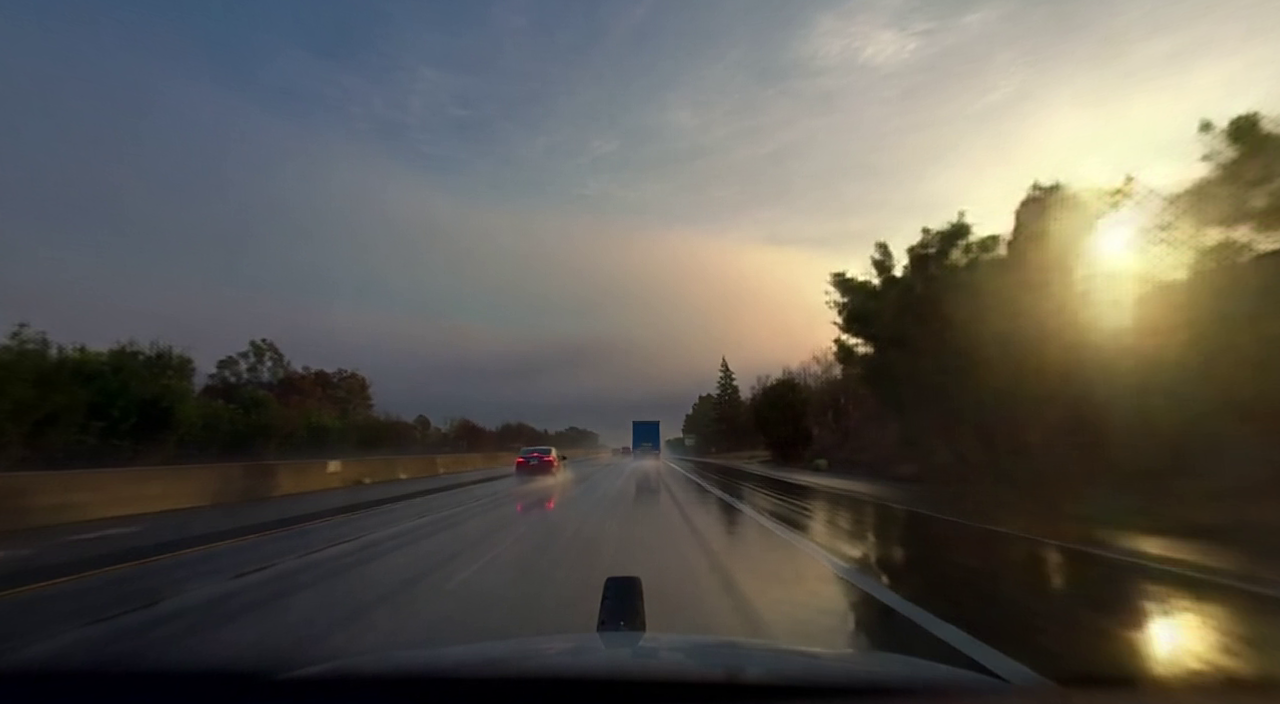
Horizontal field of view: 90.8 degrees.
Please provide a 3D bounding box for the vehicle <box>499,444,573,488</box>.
[{"bbox_3d":[-3.960,4.453,24.964,1.999,1.533,4.870,-1,-9,1],"label":"vehicle"}]
